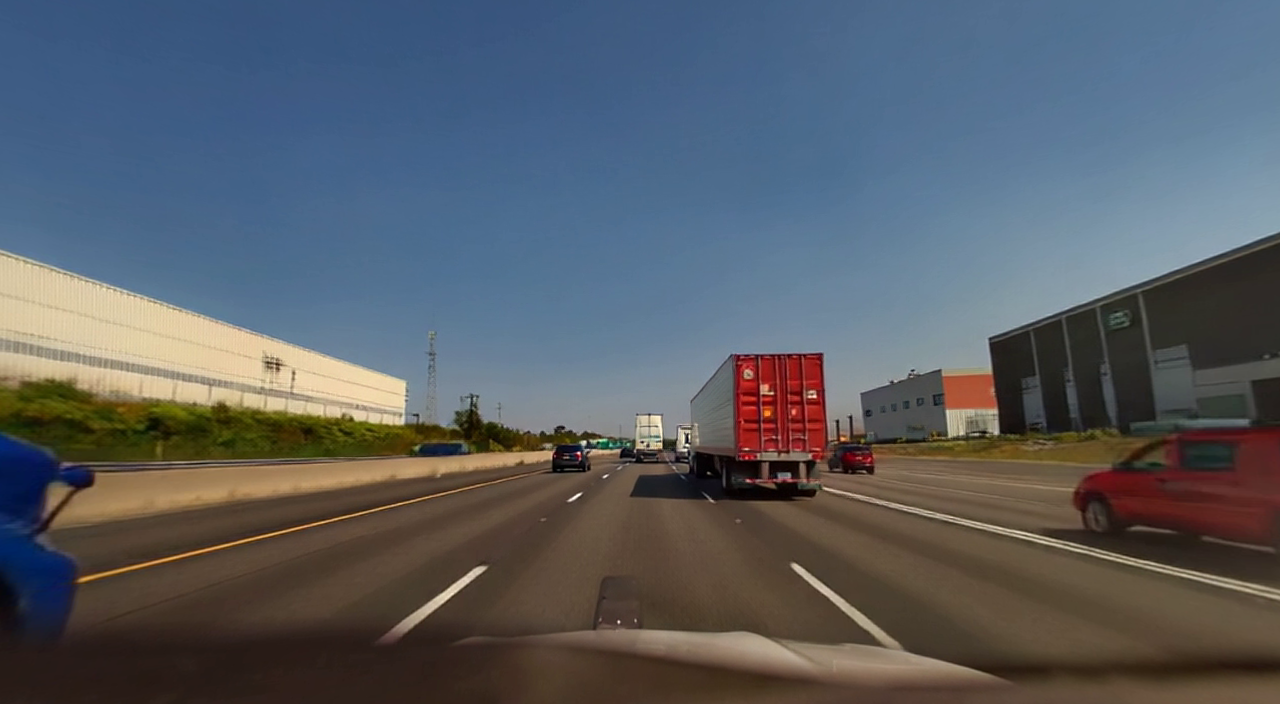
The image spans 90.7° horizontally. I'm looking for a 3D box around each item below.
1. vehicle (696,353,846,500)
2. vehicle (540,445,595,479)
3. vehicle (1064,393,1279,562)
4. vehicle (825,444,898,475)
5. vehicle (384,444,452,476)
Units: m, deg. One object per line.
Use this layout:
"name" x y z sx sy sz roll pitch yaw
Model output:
"vehicle" 4.131 2.989 23.903 2.951 3.974 13.340 -1 -9 1
"vehicle" -3.294 5.100 29.618 2.024 1.472 4.014 -1 -9 1
"vehicle" 8.466 1.539 7.961 2.216 1.918 5.742 0 -9 -1
"vehicle" 11.376 5.550 32.908 2.060 1.499 4.683 0 -9 -1
"vehicle" -11.941 5.819 34.367 1.957 1.602 4.608 -1 -9 1
